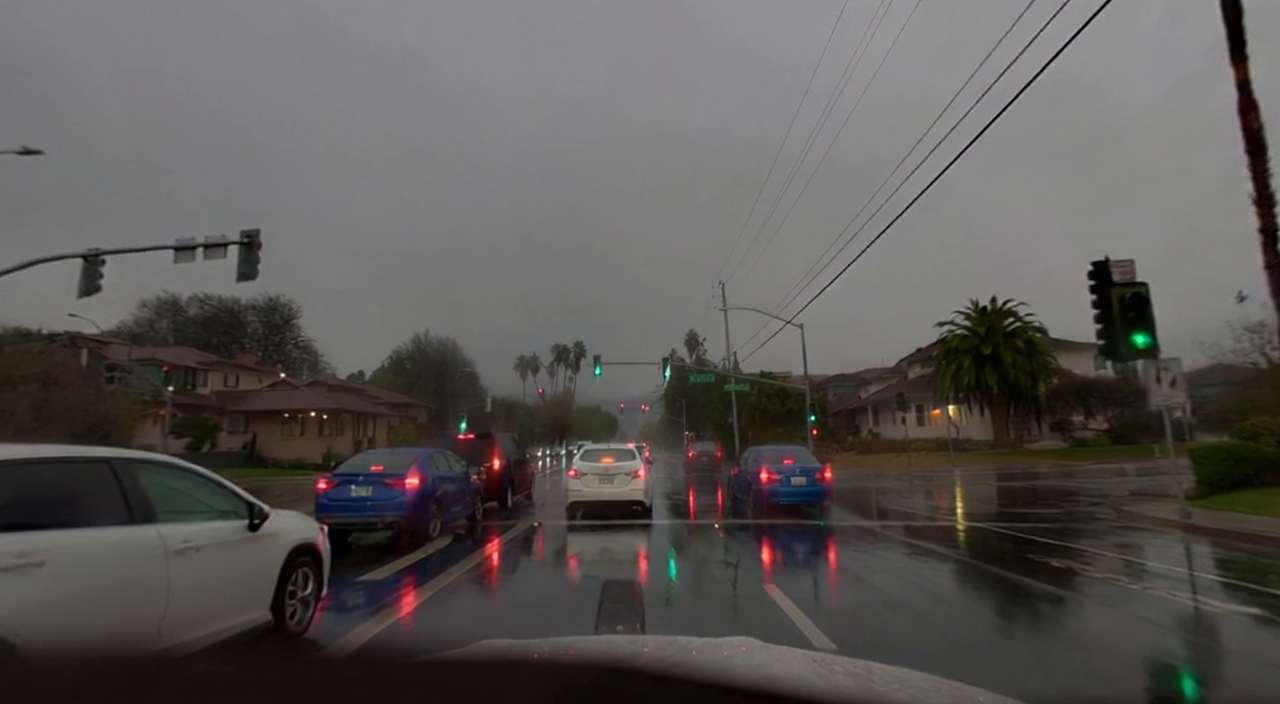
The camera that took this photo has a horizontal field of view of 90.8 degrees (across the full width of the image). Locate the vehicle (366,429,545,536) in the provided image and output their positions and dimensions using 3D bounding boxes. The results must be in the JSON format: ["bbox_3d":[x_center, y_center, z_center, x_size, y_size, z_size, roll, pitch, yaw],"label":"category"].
[{"bbox_3d":[-3.317,2.448,12.506,2.024,1.701,4.572,0,-9,2],"label":"vehicle"}]

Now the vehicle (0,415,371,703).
[{"bbox_3d":[-3.660,1.193,3.826,2.058,1.474,4.473,0,-9,0],"label":"vehicle"}]

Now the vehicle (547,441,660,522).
[{"bbox_3d":[-0.671,2.713,13.789,2.104,1.500,3.815,0,-9,1],"label":"vehicle"}]

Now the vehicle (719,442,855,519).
[{"bbox_3d":[3.125,2.825,14.459,2.014,1.464,4.312,0,-9,-1],"label":"vehicle"}]

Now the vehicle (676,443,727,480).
[{"bbox_3d":[2.892,5.244,30.546,1.956,1.615,4.205,0,-9,-1],"label":"vehicle"}]
